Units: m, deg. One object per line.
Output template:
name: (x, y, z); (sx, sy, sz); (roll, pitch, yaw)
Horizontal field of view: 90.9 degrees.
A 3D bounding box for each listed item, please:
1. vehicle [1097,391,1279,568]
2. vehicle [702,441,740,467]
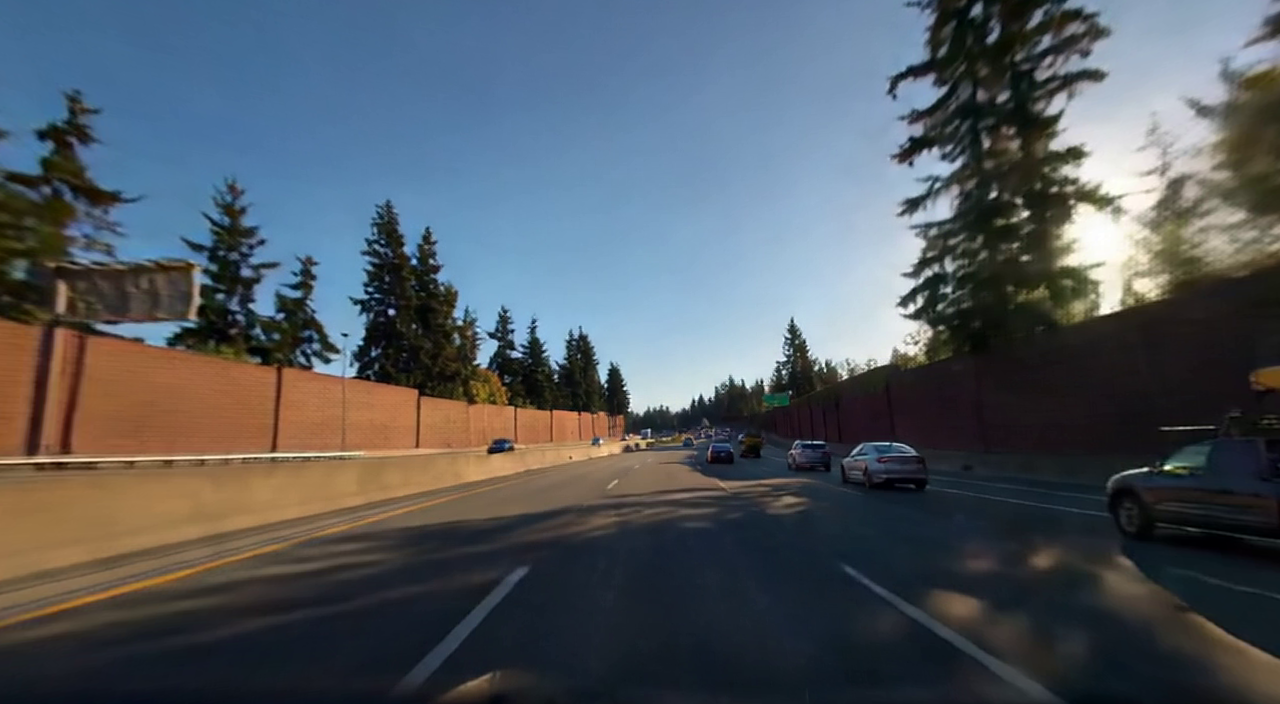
vehicle: (8.126, 1.390, 6.839); (2.188, 1.924, 5.511); (0, -8, 0)
vehicle: (4.946, 6.287, 39.081); (1.926, 1.477, 4.080); (0, -8, 2)
